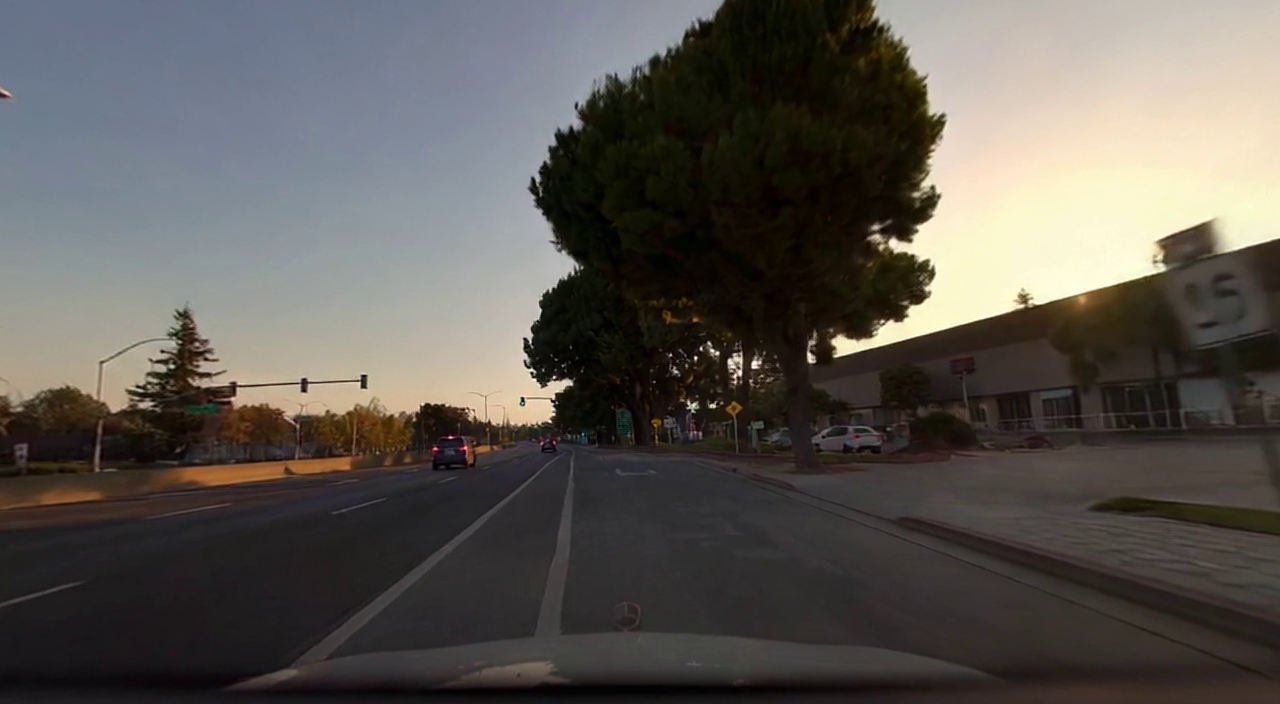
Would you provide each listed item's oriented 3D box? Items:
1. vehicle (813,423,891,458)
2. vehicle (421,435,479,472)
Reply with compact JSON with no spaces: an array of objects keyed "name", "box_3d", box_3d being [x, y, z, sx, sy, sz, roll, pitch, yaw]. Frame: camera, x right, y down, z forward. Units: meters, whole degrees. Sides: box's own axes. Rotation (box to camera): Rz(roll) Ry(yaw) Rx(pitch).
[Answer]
[{"name":"vehicle","box_3d":[10.178,4.281,30.746,2.076,1.505,4.770,-1,-7,-1]},{"name":"vehicle","box_3d":[-9.819,5.272,33.004,1.985,1.772,4.479,0,-8,-4]}]
